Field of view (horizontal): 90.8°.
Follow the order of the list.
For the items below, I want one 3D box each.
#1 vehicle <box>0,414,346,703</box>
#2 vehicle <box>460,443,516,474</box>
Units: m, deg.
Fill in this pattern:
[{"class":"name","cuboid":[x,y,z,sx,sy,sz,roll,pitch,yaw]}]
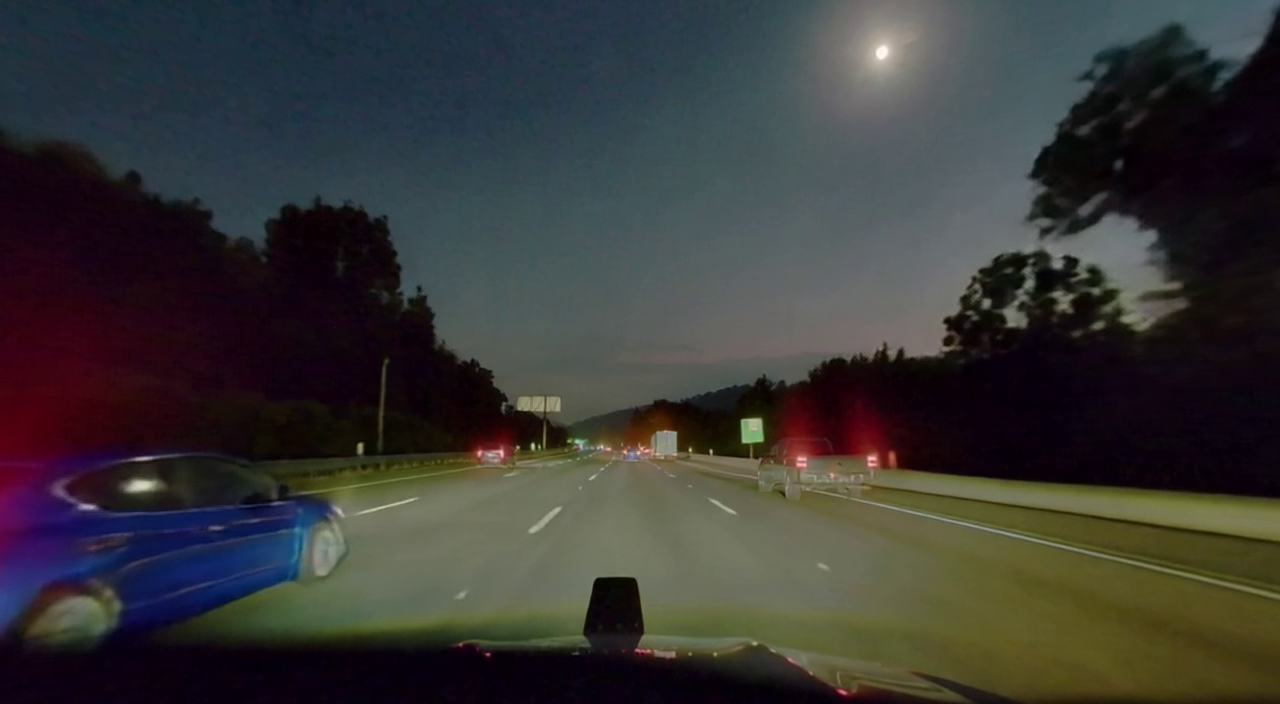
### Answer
[{"class":"vehicle","cuboid":[-4.096,1.238,4.283,2.090,1.487,4.276,0,-8,1]},{"class":"vehicle","cuboid":[-7.580,5.331,31.857,1.915,1.479,3.843,0,-8,0]}]
